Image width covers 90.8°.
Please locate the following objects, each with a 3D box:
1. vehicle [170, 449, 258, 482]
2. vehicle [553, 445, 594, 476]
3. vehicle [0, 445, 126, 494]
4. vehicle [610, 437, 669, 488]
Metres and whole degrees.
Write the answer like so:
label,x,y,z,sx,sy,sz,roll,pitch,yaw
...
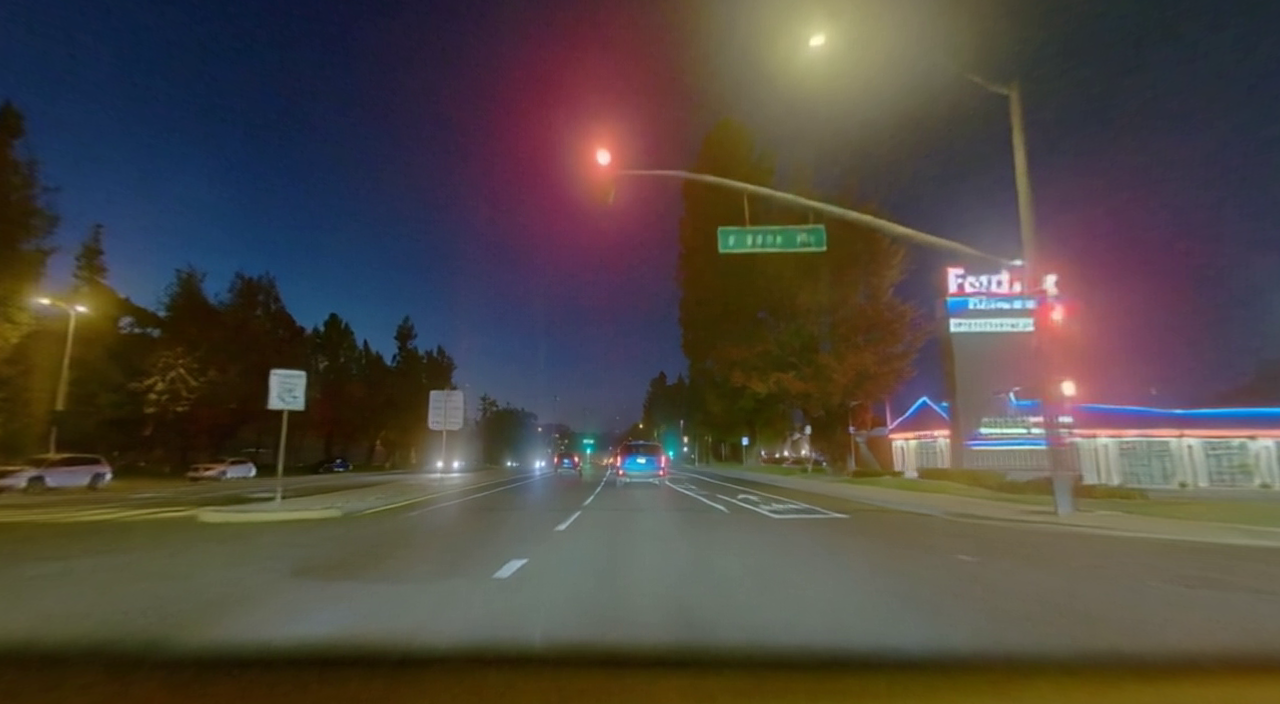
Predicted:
label,x,y,z,sx,sy,sz,roll,pitch,yaw
vehicle,-26.213,6.966,39.153,2.111,1.839,4.932,0,-9,-2
vehicle,-4.172,6.906,40.447,2.202,1.856,4.516,0,-9,-1
vehicle,-25.720,5.026,27.574,2.182,1.906,5.364,0,-9,-2
vehicle,-0.080,4.632,26.879,2.273,1.909,5.075,0,-9,-1
